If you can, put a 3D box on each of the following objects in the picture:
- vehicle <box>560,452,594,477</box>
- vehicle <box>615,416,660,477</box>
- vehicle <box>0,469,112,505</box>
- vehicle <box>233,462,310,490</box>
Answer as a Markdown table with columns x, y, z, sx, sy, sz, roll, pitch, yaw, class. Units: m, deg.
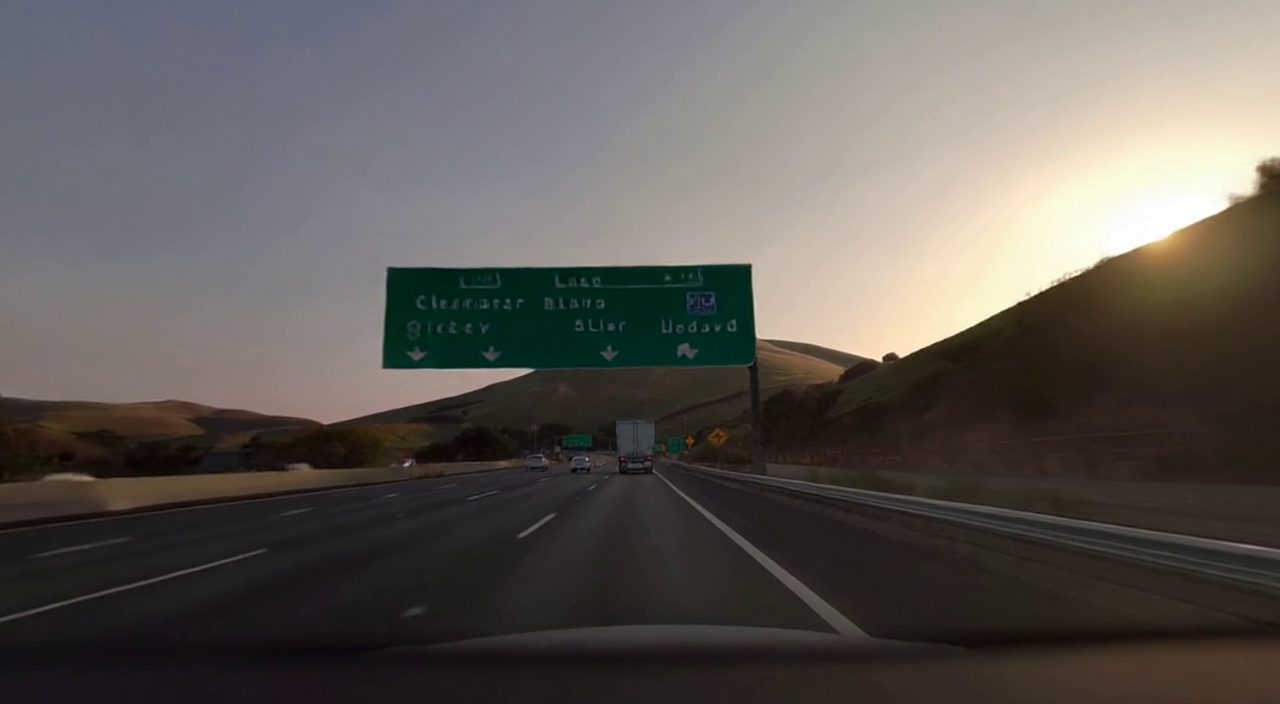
| x | y | z | sx | sy | sz | roll | pitch | yaw | class |
| --- | --- | --- | --- | --- | --- | --- | --- | --- | --- |
| -4.566 | 8.228 | 46.316 | 2.053 | 1.746 | 4.508 | 0 | -9 | -1 | vehicle |
| -0.110 | 7.353 | 48.599 | 3.039 | 4.131 | 11.822 | 0 | -9 | 1 | vehicle |
| -28.812 | 6.546 | 30.872 | 1.848 | 1.507 | 4.500 | 0 | -9 | 0 | vehicle |
| -21.515 | 7.236 | 36.985 | 1.804 | 1.495 | 4.335 | 0 | -9 | 1 | vehicle |
